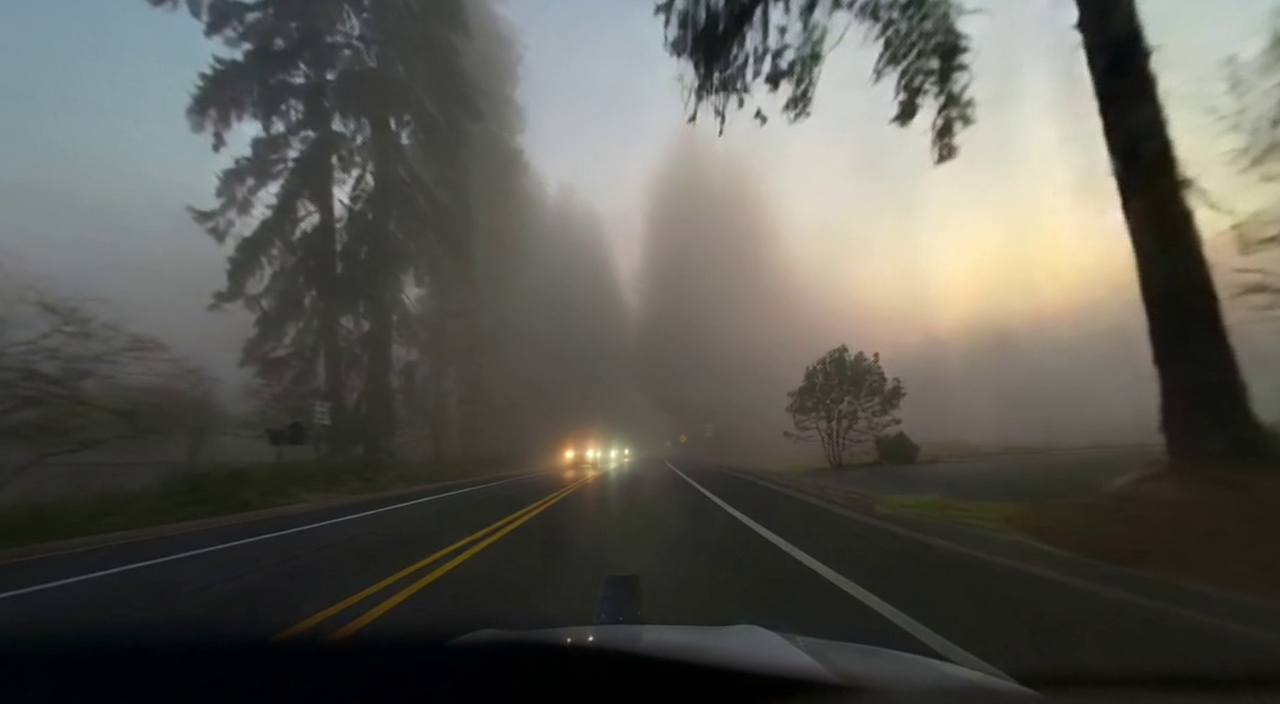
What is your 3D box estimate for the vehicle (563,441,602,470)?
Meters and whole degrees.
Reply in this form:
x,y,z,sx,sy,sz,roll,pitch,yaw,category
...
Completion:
x,y,z,sx,sy,sz,roll,pitch,yaw,category
-3.703,6.694,41.174,1.984,1.705,4.346,-1,-8,2,vehicle
